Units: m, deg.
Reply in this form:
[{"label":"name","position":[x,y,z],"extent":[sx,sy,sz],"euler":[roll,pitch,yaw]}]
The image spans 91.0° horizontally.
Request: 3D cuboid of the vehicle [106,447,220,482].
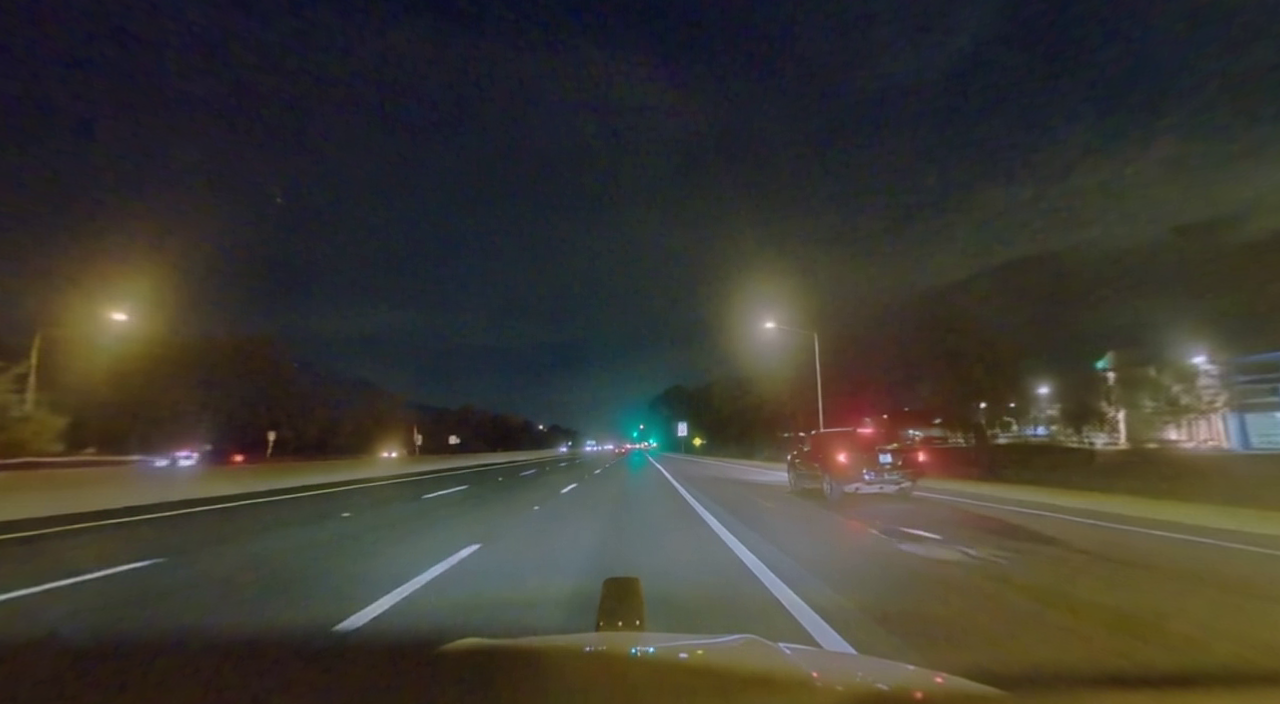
[{"label":"vehicle","position":[-23.684,5.564,31.510],"extent":[2.141,1.573,4.492],"euler":[0,-9,0]}]
